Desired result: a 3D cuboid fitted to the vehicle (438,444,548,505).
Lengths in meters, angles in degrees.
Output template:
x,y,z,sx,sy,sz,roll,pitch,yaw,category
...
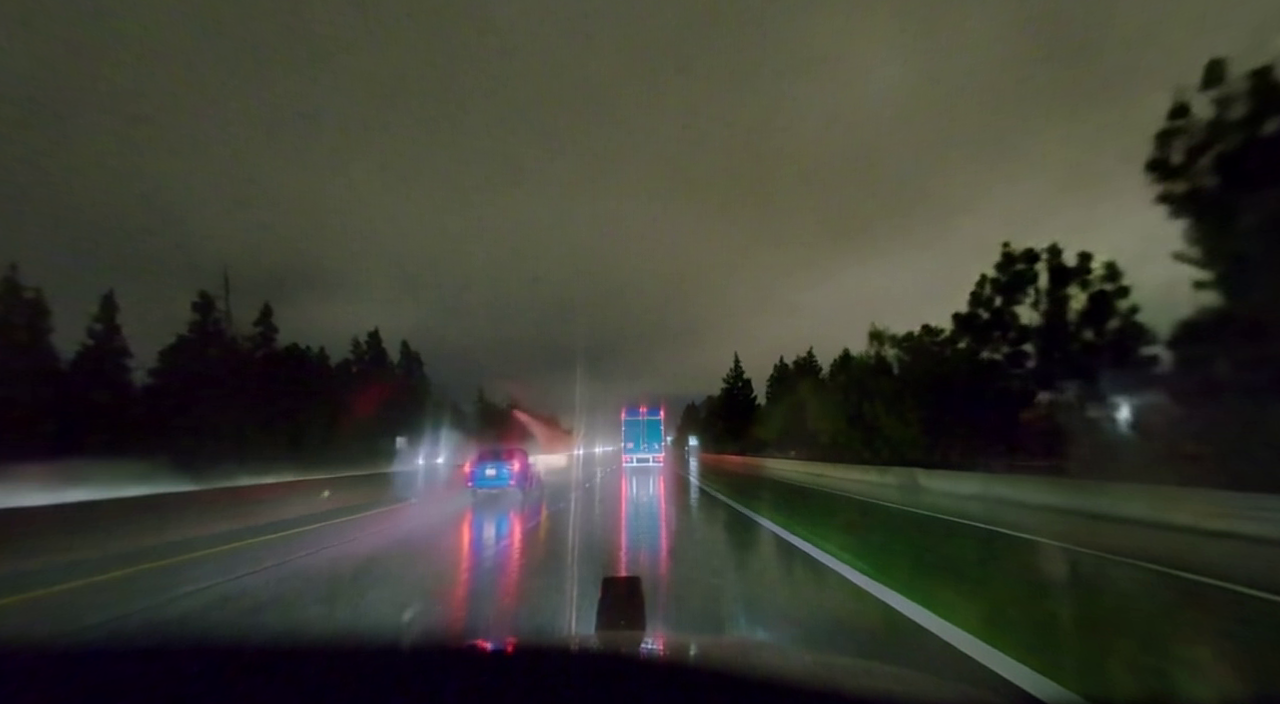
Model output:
x,y,z,sx,sy,sz,roll,pitch,yaw,category
-3.859,3.297,17.365,1.955,1.438,4.100,-1,-9,1,vehicle
